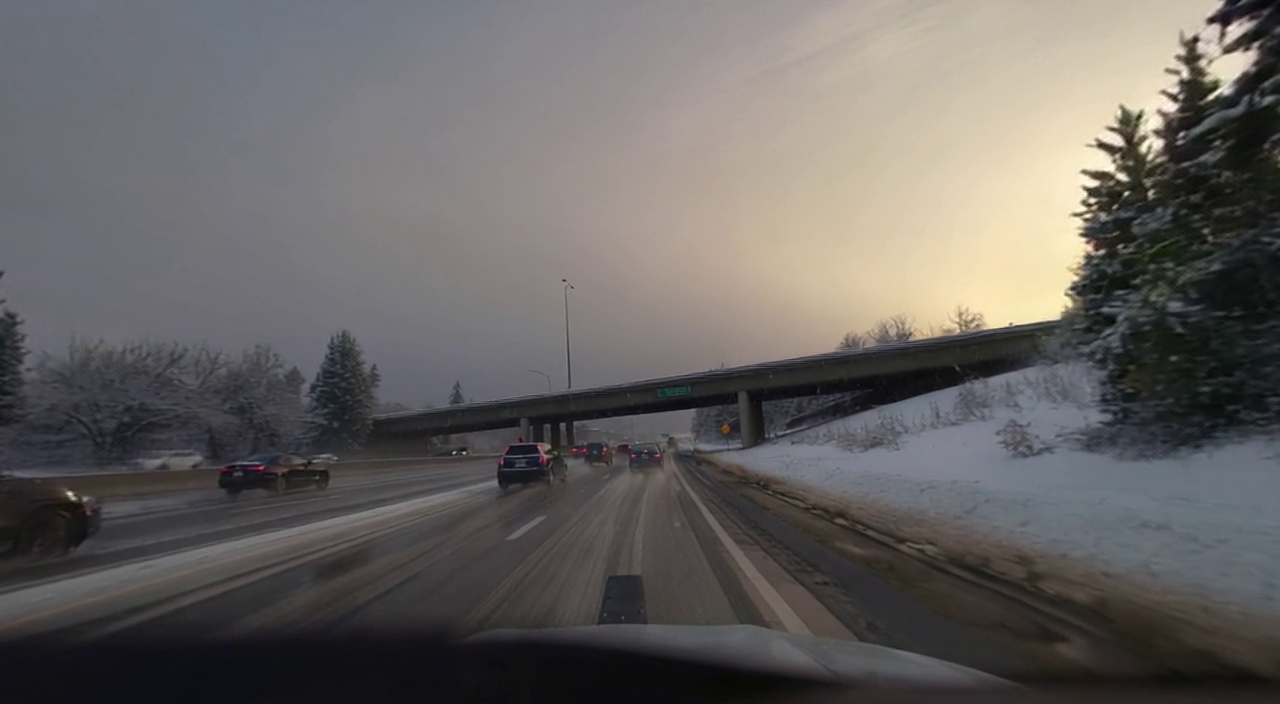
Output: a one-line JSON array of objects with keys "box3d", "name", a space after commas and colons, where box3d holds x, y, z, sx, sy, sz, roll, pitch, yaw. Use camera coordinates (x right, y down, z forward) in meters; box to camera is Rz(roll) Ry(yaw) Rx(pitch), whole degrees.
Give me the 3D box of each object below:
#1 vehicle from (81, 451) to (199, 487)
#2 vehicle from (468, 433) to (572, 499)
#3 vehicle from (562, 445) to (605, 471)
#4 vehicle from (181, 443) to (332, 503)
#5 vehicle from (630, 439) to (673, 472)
[{"box3d": [-28.209, 6.586, 35.707, 2.250, 1.781, 5.205, 0, -8, 2], "name": "vehicle"}, {"box3d": [-3.431, 3.363, 19.001, 2.161, 1.759, 4.482, 0, -8, 1], "name": "vehicle"}, {"box3d": [-3.377, 6.416, 38.311, 1.997, 1.490, 4.471, 0, -8, 2], "name": "vehicle"}, {"box3d": [-11.868, 3.720, 19.852, 1.954, 1.640, 4.339, 0, -8, 1], "name": "vehicle"}, {"box3d": [0.635, 5.560, 34.060, 2.160, 1.678, 4.178, 0, -8, 2], "name": "vehicle"}]
